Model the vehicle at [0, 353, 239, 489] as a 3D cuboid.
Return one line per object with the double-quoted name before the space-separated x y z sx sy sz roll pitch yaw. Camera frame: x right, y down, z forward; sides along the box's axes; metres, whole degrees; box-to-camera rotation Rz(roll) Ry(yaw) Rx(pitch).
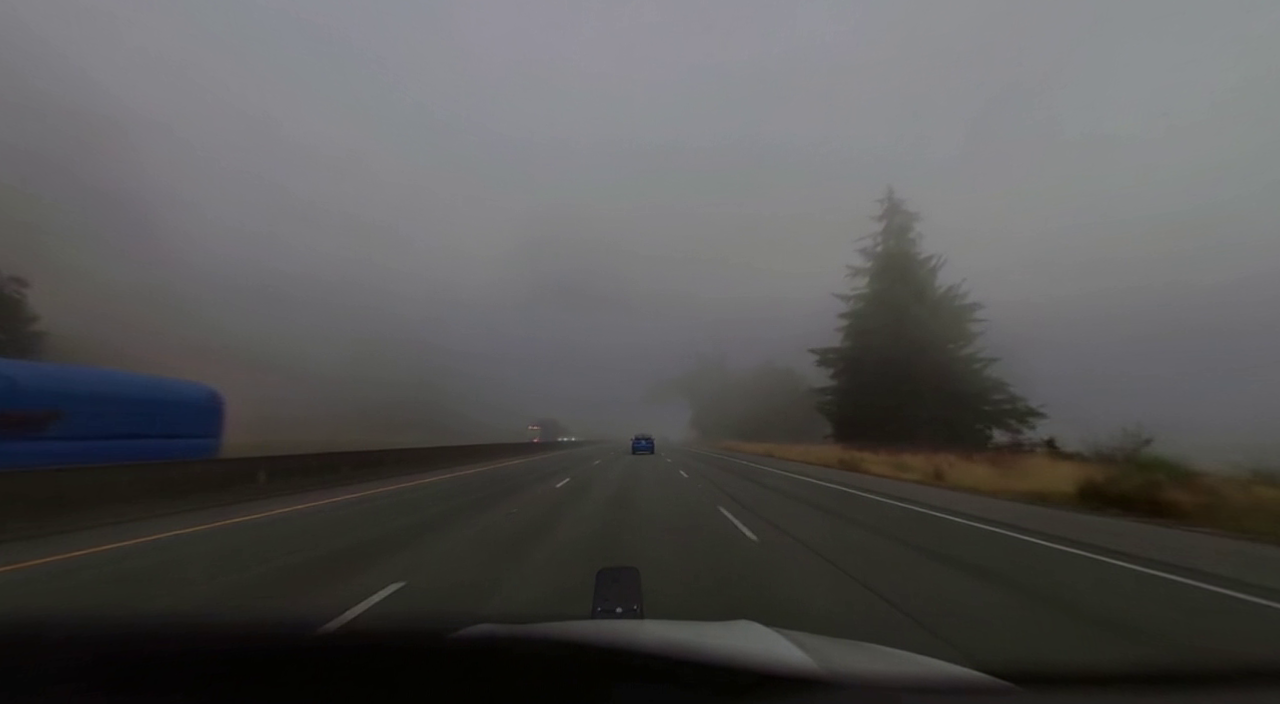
"vehicle" -17.824 2.399 20.904 2.910 3.522 9.143 0 -8 0
